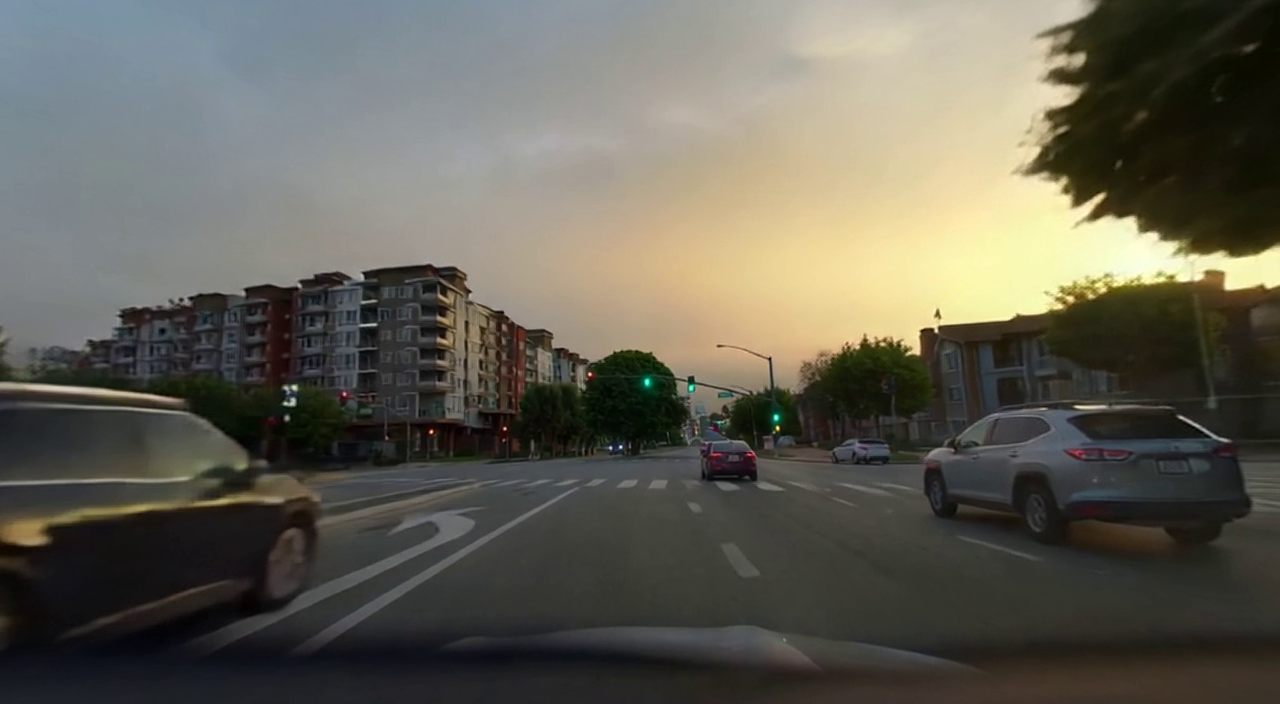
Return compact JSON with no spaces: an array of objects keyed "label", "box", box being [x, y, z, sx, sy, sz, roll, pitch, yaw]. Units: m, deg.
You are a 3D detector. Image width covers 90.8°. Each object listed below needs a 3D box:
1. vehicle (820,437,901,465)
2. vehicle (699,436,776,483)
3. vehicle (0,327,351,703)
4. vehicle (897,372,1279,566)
[{"label":"vehicle","box":[13.498,6.046,38.749,2.051,1.589,4.135,8,-12,-43]},{"label":"vehicle","box":[3.322,3.778,22.449,2.003,1.480,4.494,0,-8,0]},{"label":"vehicle","box":[-3.578,0.896,3.364,2.065,1.716,4.265,0,-8,-1]},{"label":"vehicle","box":[6.307,1.635,9.521,2.427,2.017,5.763,0,-8,0]}]
